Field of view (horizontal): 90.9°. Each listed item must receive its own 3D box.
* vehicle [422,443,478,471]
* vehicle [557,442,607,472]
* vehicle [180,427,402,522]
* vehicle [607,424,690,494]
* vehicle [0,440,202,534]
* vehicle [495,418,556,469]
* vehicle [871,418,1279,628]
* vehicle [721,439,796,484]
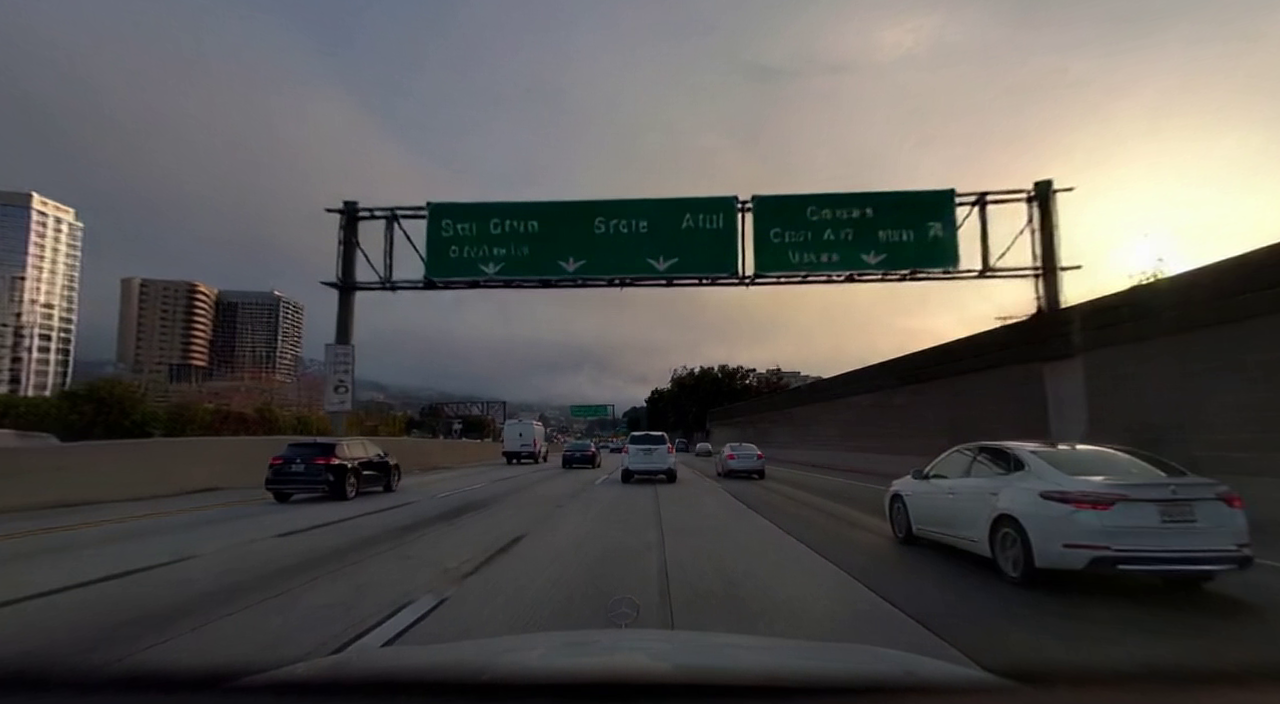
[{"bbox_3d":[-10.725,5.946,35.842,1.923,1.480,3.905,0,-8,1],"label":"vehicle"},{"bbox_3d":[-2.992,5.524,33.429,2.079,1.499,4.512,0,-8,2],"label":"vehicle"},{"bbox_3d":[-6.956,2.466,13.295,2.021,1.632,4.417,0,-8,2],"label":"vehicle"},{"bbox_3d":[0.260,3.188,19.128,2.209,1.863,4.626,0,-8,1],"label":"vehicle"},{"bbox_3d":[-10.823,2.380,11.747,1.970,1.441,4.555,0,-8,1],"label":"vehicle"},{"bbox_3d":[-6.889,5.645,38.921,2.358,2.817,7.055,0,-8,0],"label":"vehicle"},{"bbox_3d":[4.313,1.553,6.814,1.915,1.482,4.537,0,-8,0],"label":"vehicle"},{"bbox_3d":[4.309,4.047,23.686,1.942,1.487,4.518,0,-8,0],"label":"vehicle"}]
